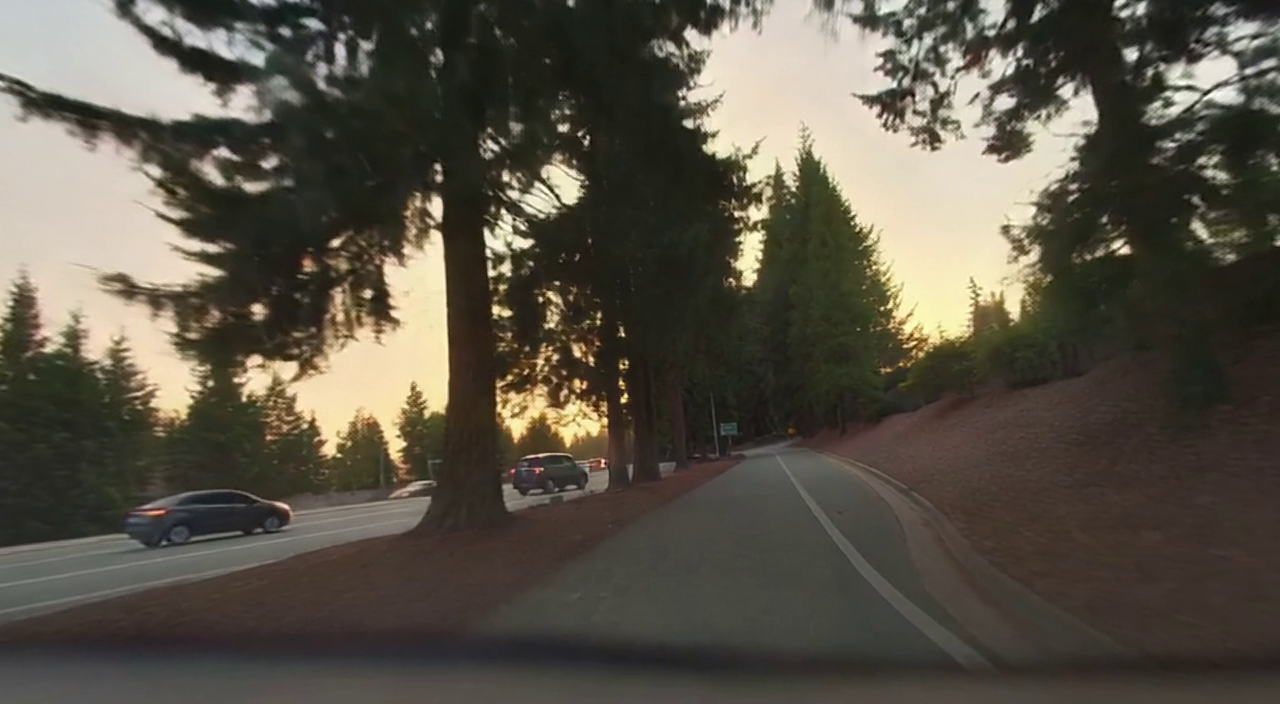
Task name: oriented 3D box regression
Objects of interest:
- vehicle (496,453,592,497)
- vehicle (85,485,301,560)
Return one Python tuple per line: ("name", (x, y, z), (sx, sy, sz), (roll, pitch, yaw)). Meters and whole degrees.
("vehicle", (-4.164, 5.414, 28.272), (2.049, 1.699, 4.860), (-4, -9, 21))
("vehicle", (-12.736, 4.826, 18.437), (1.886, 1.535, 4.742), (-4, -9, 24))
